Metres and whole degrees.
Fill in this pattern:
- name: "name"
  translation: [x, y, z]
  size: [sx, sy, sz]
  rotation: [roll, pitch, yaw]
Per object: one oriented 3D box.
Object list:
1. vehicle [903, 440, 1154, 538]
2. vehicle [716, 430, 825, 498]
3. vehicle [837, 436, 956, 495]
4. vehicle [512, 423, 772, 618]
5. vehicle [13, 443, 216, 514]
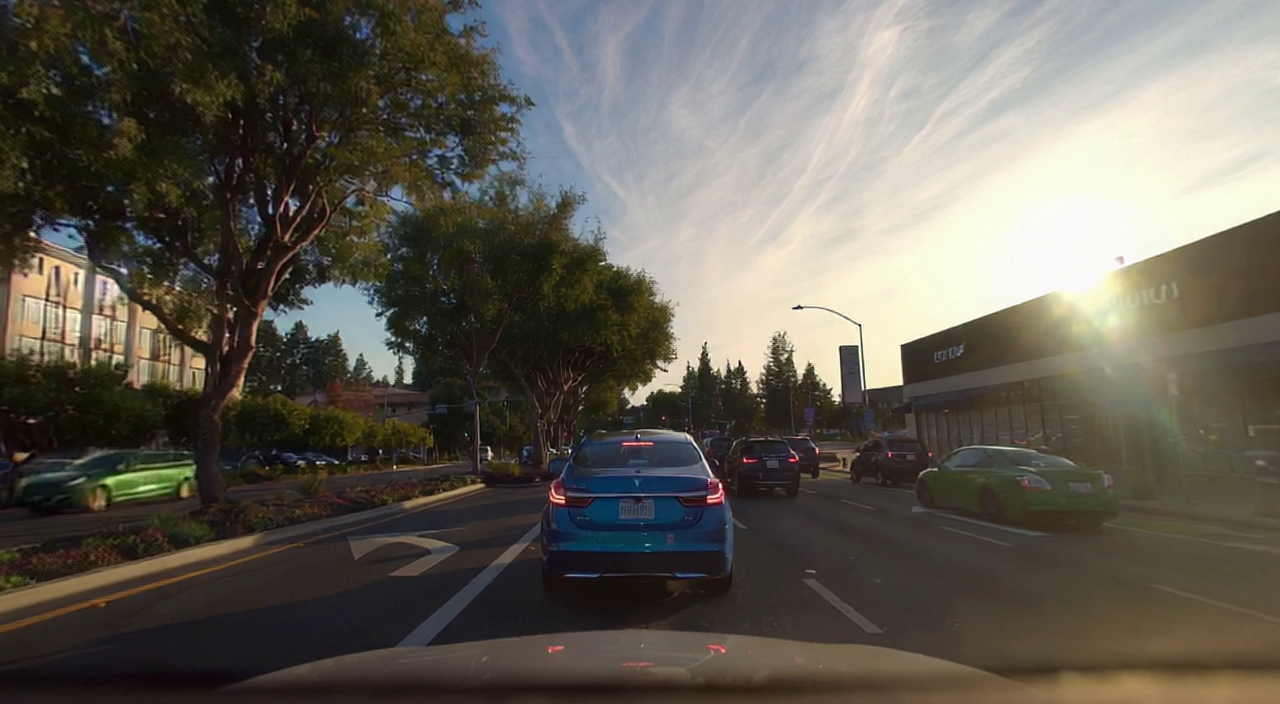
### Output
- name: "vehicle"
  translation: [6.845, 2.408, 11.842]
  size: [1.911, 1.468, 4.417]
  rotation: [0, -8, 0]
- name: "vehicle"
  translation: [3.631, 3.203, 18.470]
  size: [2.114, 1.736, 4.553]
  rotation: [0, -8, -1]
- name: "vehicle"
  translation: [7.944, 3.524, 20.045]
  size: [1.963, 1.637, 4.527]
  rotation: [0, -8, 1]
- name: "vehicle"
  translation: [-0.014, 1.611, 7.058]
  size: [1.977, 1.465, 4.376]
  rotation: [0, -8, -1]
- name: "vehicle"
  translation: [-14.741, 3.510, 18.128]
  size: [2.163, 1.743, 4.428]
  rotation: [0, -8, -4]
